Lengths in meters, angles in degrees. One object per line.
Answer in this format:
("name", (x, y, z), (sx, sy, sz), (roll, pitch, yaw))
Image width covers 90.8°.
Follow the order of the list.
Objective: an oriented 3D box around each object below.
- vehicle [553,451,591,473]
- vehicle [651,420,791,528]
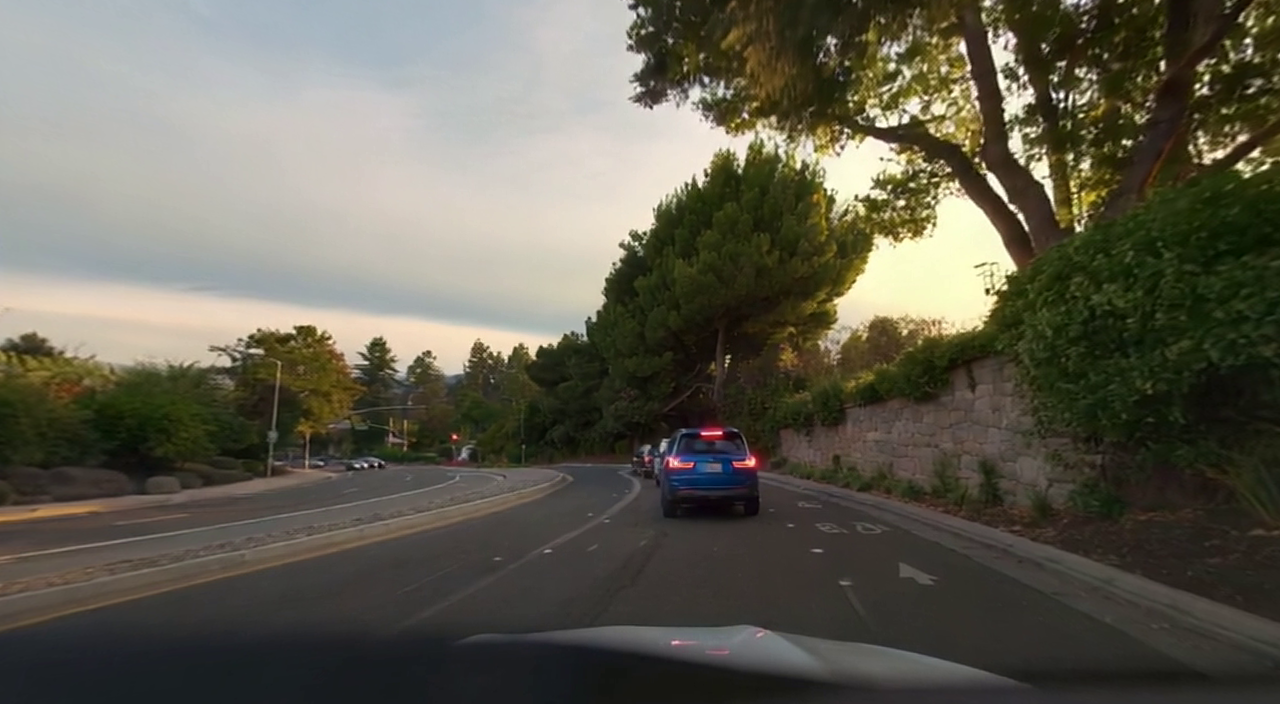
("vehicle", (-4.923, 7.864, 45.376), (2.023, 1.474, 4.286), (2, -9, -15))
("vehicle", (1.430, 2.330, 12.613), (2.287, 1.762, 4.269), (0, -9, 3))
